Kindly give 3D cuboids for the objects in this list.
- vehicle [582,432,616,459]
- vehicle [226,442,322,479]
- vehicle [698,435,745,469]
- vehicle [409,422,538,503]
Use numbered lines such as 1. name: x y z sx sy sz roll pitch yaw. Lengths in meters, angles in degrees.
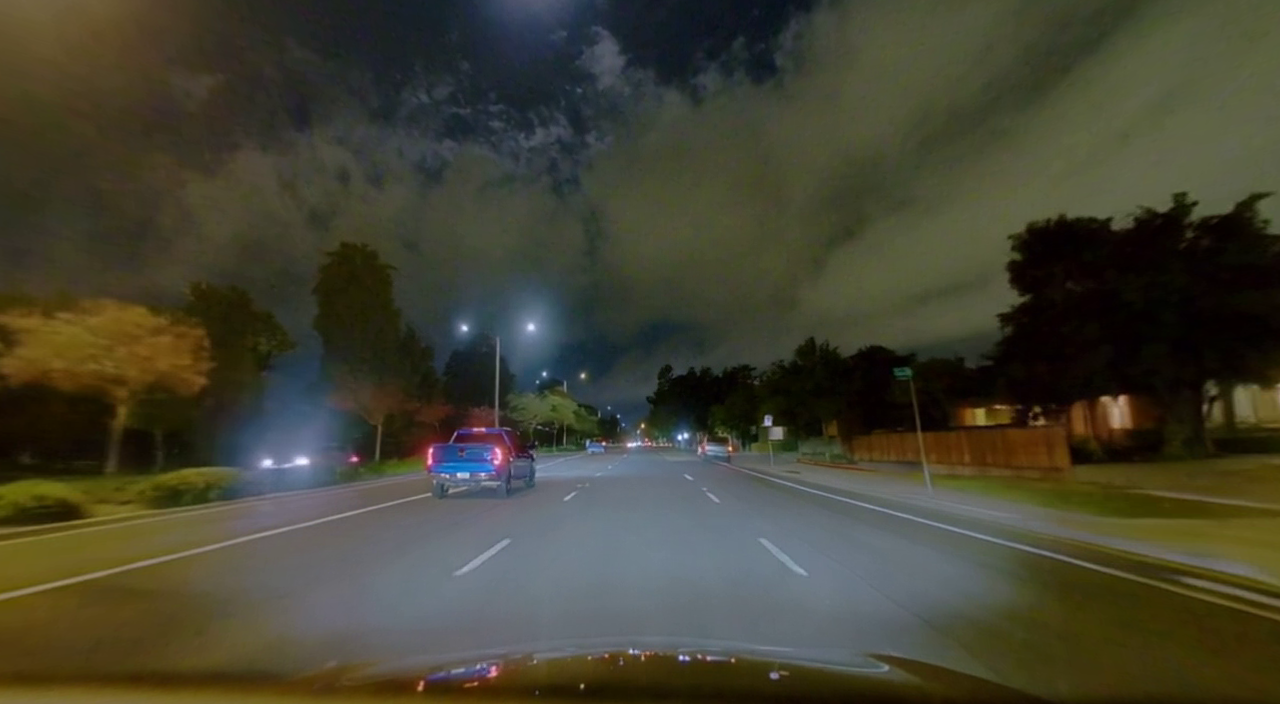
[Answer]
1. vehicle: -3.178 7.323 49.444 2.230 1.987 4.385 0 -8 2
2. vehicle: -16.852 4.995 29.305 1.881 1.541 4.192 0 -8 1
3. vehicle: 4.325 5.367 33.993 2.016 1.736 4.356 0 -8 1
4. vehicle: -4.017 2.758 16.149 2.002 1.747 4.728 0 -8 0
